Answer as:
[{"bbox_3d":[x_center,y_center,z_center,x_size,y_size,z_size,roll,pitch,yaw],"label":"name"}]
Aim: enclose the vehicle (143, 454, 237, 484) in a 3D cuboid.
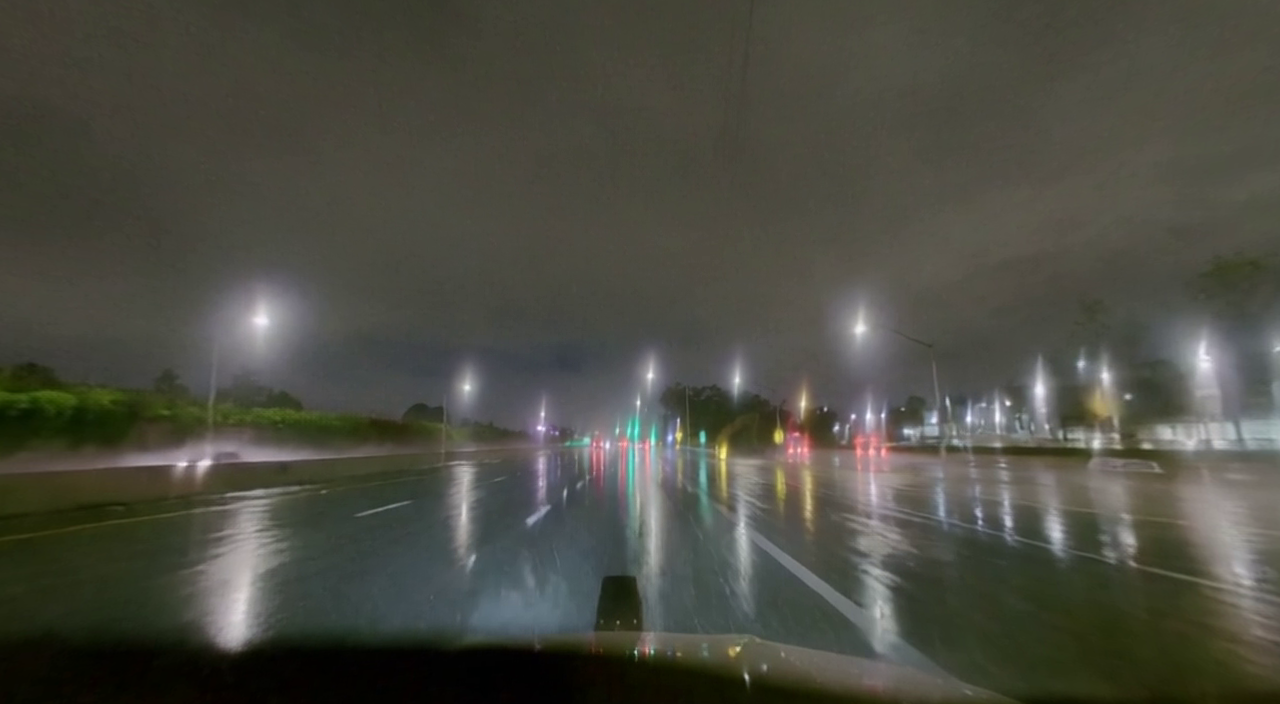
[{"bbox_3d":[-25.071,6.507,35.422,1.833,1.487,4.643,0,-8,0],"label":"vehicle"}]
